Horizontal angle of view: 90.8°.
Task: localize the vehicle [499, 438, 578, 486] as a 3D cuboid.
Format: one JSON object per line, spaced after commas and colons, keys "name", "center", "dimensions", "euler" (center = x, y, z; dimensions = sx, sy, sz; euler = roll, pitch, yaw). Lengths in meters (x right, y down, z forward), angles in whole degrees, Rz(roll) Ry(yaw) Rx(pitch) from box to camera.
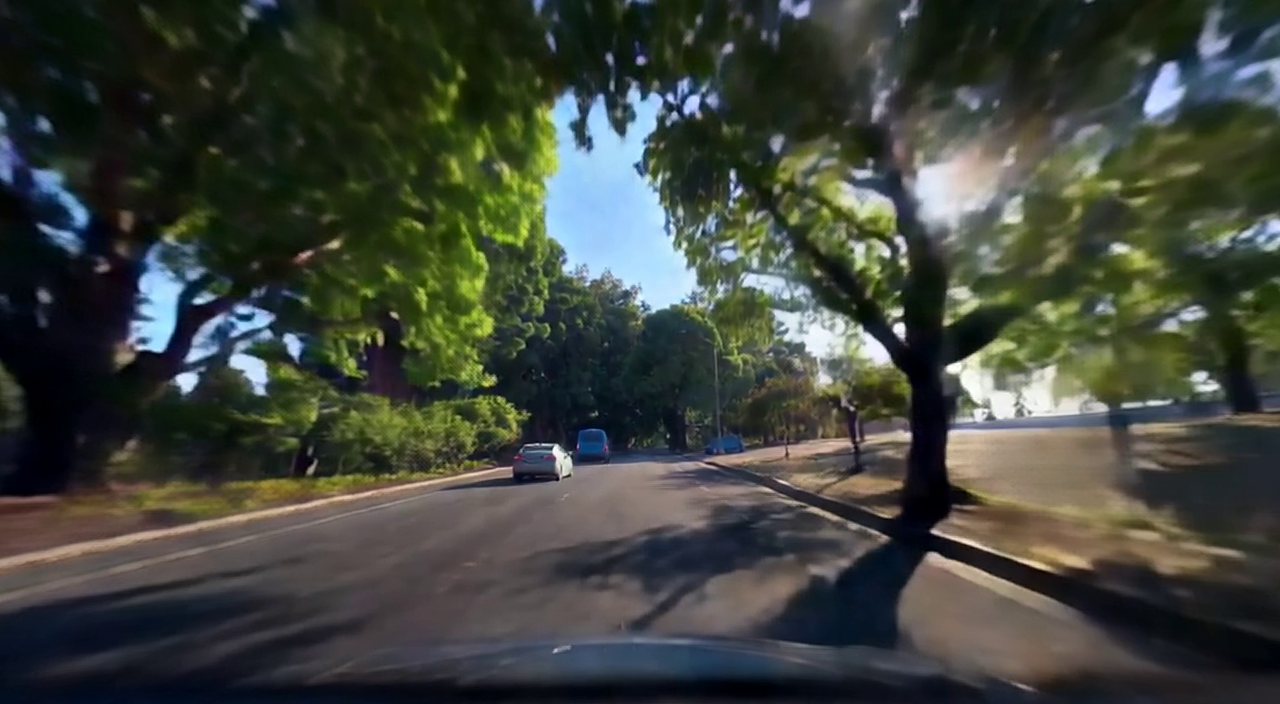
{"name": "vehicle", "center": [-3.409, 3.779, 21.983], "dimensions": [2.009, 1.473, 4.028], "euler": [0, -8, 1]}
